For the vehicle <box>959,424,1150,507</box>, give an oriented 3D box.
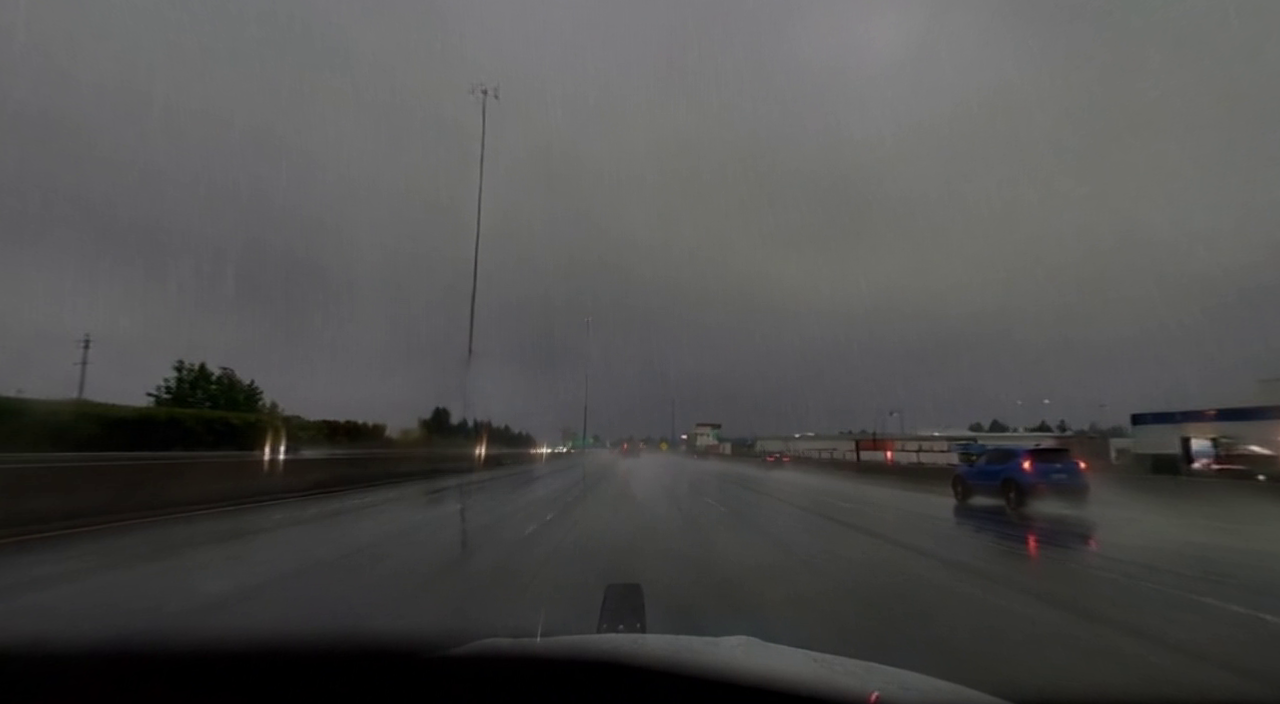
[{"bbox_3d":[13.147,3.649,20.646,2.411,2.326,5.300,0,-9,-2],"label":"vehicle"}]
